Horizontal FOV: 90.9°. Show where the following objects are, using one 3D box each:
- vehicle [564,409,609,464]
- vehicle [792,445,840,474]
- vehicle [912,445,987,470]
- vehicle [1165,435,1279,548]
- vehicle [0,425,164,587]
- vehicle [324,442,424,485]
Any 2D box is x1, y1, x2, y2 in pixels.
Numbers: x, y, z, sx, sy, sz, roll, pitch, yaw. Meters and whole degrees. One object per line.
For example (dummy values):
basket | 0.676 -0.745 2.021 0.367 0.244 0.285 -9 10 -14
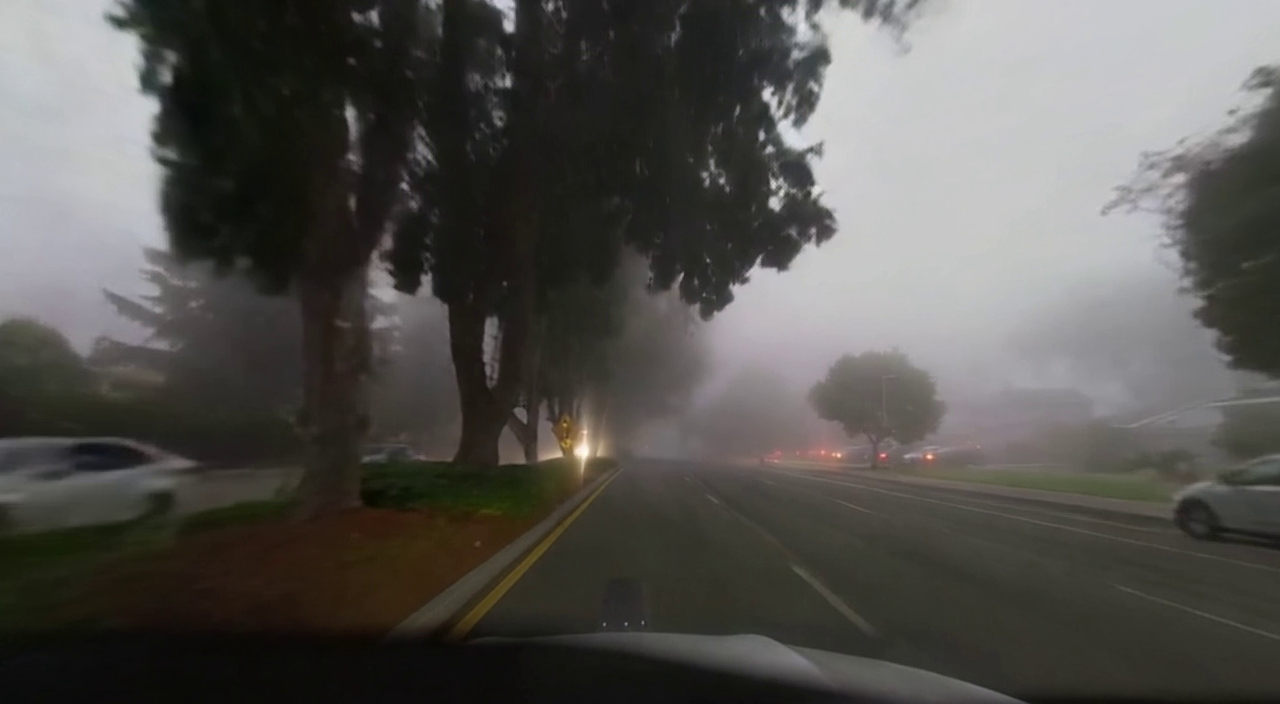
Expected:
vehicle | -3.784 6.121 45.523 3.008 3.786 3.422 0 -9 -1
vehicle | 11.570 7.055 41.705 1.976 1.780 4.352 0 -8 1
vehicle | 22.854 7.811 46.733 4.570 1.521 2.029 2 -8 7
vehicle | 11.681 2.359 10.294 2.178 1.858 4.726 4 -9 0
vehicle | -7.434 1.570 6.463 1.934 1.619 3.991 0 -8 0
vehicle | -10.630 4.469 25.631 1.988 1.556 4.910 0 -8 -1
